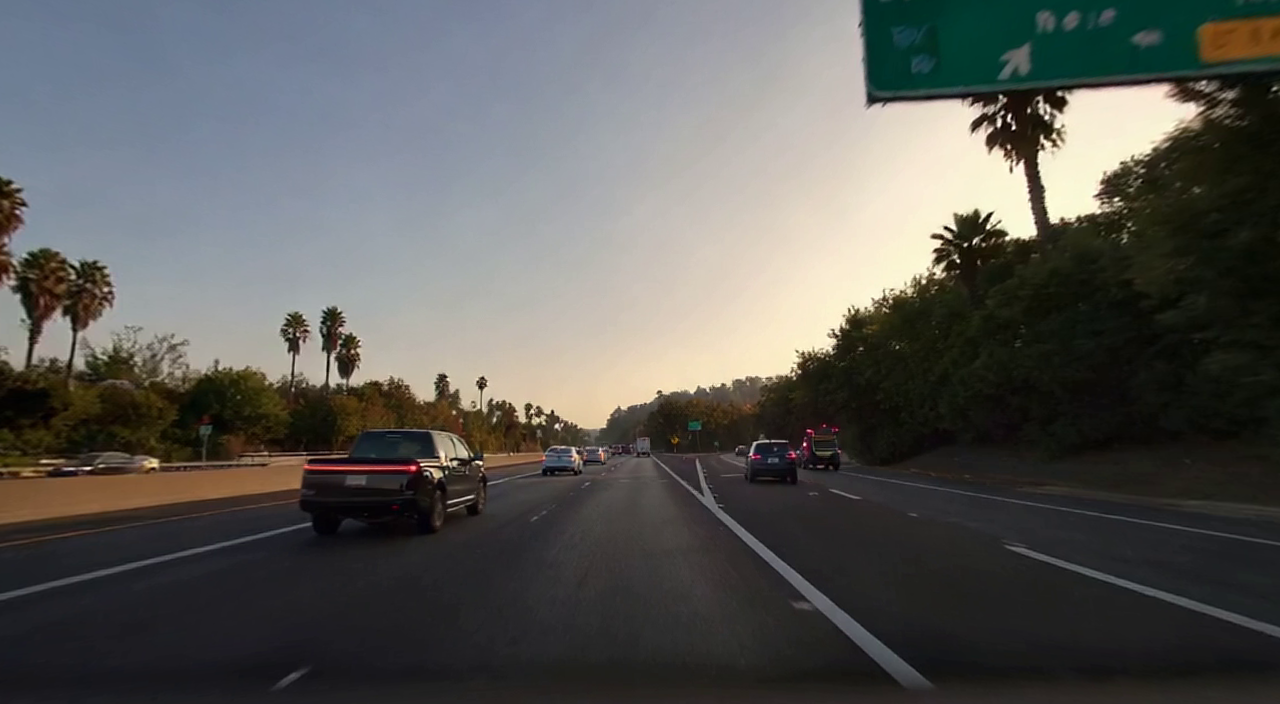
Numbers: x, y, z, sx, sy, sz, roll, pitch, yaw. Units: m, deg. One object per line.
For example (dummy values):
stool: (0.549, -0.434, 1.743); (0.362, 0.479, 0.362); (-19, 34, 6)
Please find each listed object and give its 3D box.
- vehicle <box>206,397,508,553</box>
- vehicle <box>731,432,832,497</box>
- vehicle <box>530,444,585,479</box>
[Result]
vehicle: (-4.175, 1.990, 10.906); (2.420, 1.937, 5.916); (0, -9, 1)
vehicle: (4.342, 3.539, 20.262); (2.303, 1.791, 5.247); (-1, -9, 3)
vehicle: (-3.925, 5.303, 30.810); (2.052, 1.545, 4.470); (0, -9, 1)
